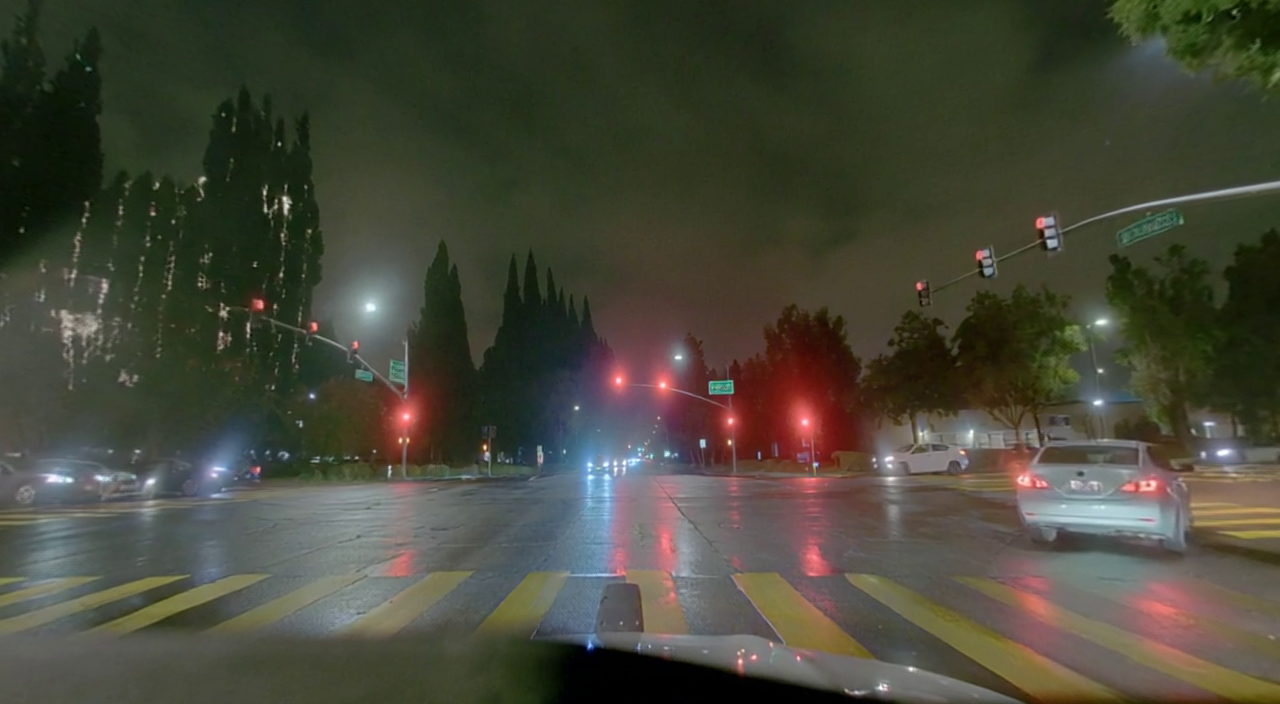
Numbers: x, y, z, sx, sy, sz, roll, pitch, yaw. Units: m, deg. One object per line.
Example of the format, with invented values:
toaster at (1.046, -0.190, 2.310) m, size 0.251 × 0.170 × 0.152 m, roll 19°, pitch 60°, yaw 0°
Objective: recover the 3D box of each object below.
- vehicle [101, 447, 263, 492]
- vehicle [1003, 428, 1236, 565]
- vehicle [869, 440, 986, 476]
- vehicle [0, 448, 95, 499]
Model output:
vehicle at (-19.164, 4.949, 26.651) m, size 4.798 × 1.763 × 2.536 m, roll 0°, pitch -10°, yaw 0°
vehicle at (7.142, 2.000, 9.676) m, size 2.189 × 1.536 × 4.492 m, roll -6°, pitch -10°, yaw 35°
vehicle at (15.887, 5.881, 35.149) m, size 5.220 × 1.897 × 2.596 m, roll 0°, pitch -8°, yaw 0°
vehicle at (-23.536, 4.440, 23.261) m, size 4.748 × 1.727 × 2.325 m, roll 0°, pitch -8°, yaw 1°
